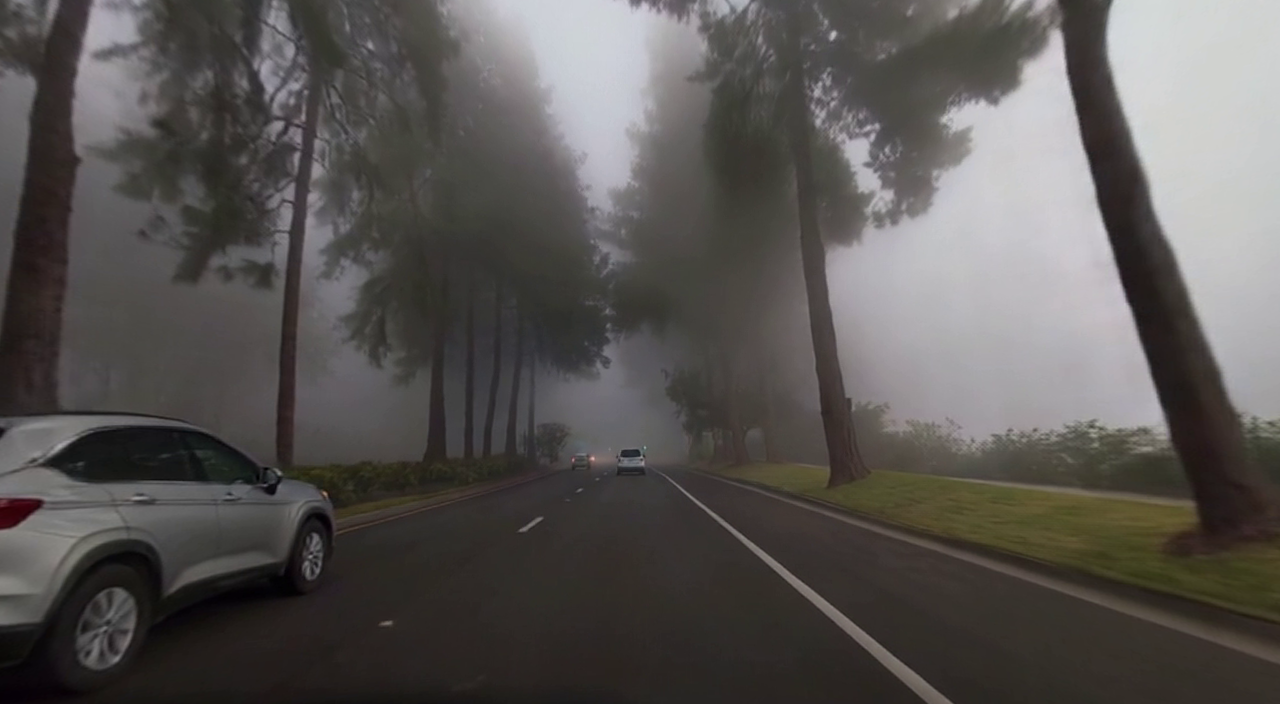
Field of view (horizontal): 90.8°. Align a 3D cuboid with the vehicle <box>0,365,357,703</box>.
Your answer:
[{"bbox_3d":[-4.048,1.176,4.599,1.860,1.741,4.479,0,-9,0],"label":"vehicle"}]

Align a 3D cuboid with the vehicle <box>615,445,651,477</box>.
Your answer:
[{"bbox_3d":[-0.416,6.451,37.701,2.018,1.769,3.897,0,-9,0],"label":"vehicle"}]

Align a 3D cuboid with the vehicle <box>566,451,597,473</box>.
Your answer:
[{"bbox_3d":[-4.239,8.025,46.255,1.936,1.538,4.016,0,-9,0],"label":"vehicle"}]
